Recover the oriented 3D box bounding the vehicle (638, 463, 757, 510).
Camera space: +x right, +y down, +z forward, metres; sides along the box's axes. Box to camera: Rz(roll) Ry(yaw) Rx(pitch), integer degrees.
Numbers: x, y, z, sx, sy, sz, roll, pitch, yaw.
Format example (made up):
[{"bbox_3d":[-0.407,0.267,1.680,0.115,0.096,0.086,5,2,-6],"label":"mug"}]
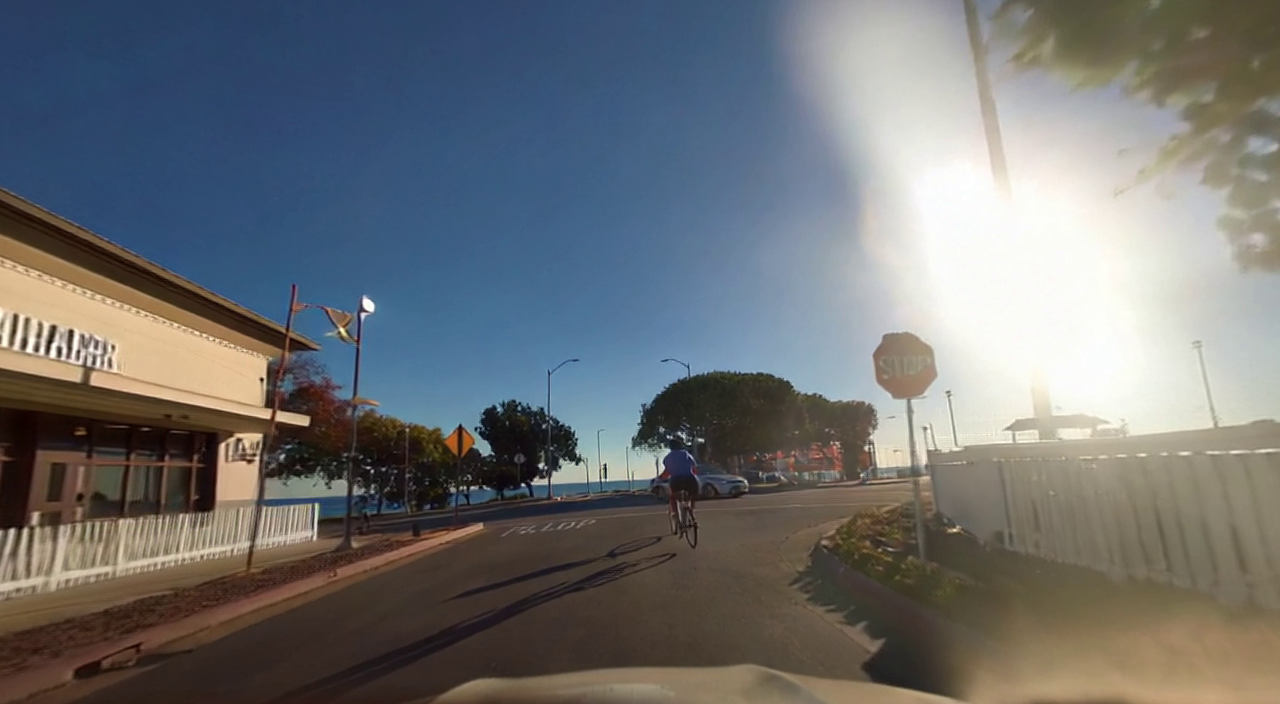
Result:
[{"bbox_3d":[2.109,5.254,25.183,2.112,1.479,5.323,5,-10,-28],"label":"vehicle"}]
